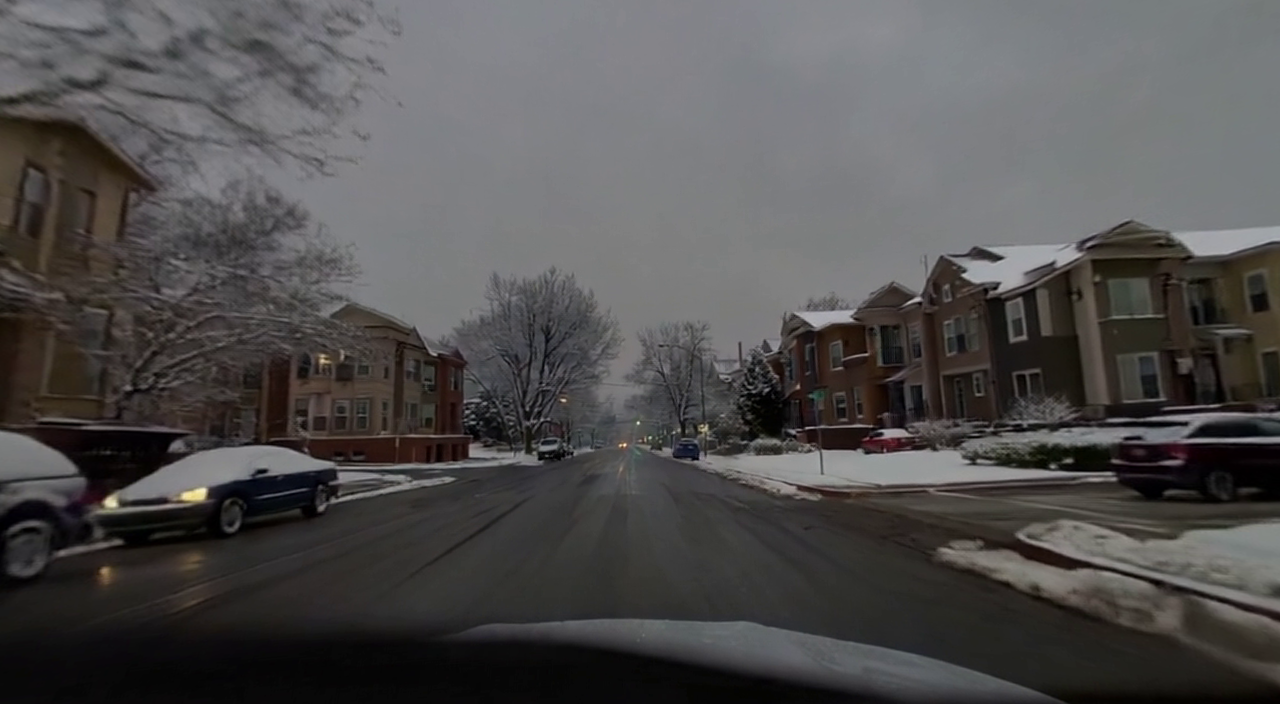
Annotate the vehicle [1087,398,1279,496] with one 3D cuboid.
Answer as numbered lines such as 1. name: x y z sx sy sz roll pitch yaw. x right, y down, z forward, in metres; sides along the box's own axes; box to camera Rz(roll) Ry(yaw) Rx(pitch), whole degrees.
1. vehicle: 11.900 1.843 12.237 4.726 1.731 2.075 0 -8 3

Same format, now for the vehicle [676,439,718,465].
1. vehicle: 3.384 6.013 38.010 1.956 1.468 4.698 0 -8 -2

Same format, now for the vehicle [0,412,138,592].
1. vehicle: -7.414 1.436 5.722 2.136 1.758 4.297 -2 -9 0

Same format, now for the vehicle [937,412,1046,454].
1. vehicle: 18.066 4.284 32.810 2.315 1.991 5.686 0 -8 -1

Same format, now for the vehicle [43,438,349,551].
1. vehicle: -7.223 2.325 11.080 1.912 1.466 4.754 -2 -9 1

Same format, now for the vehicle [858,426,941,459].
1. vehicle: 13.158 4.655 32.327 2.068 1.522 4.810 0 -8 -2
